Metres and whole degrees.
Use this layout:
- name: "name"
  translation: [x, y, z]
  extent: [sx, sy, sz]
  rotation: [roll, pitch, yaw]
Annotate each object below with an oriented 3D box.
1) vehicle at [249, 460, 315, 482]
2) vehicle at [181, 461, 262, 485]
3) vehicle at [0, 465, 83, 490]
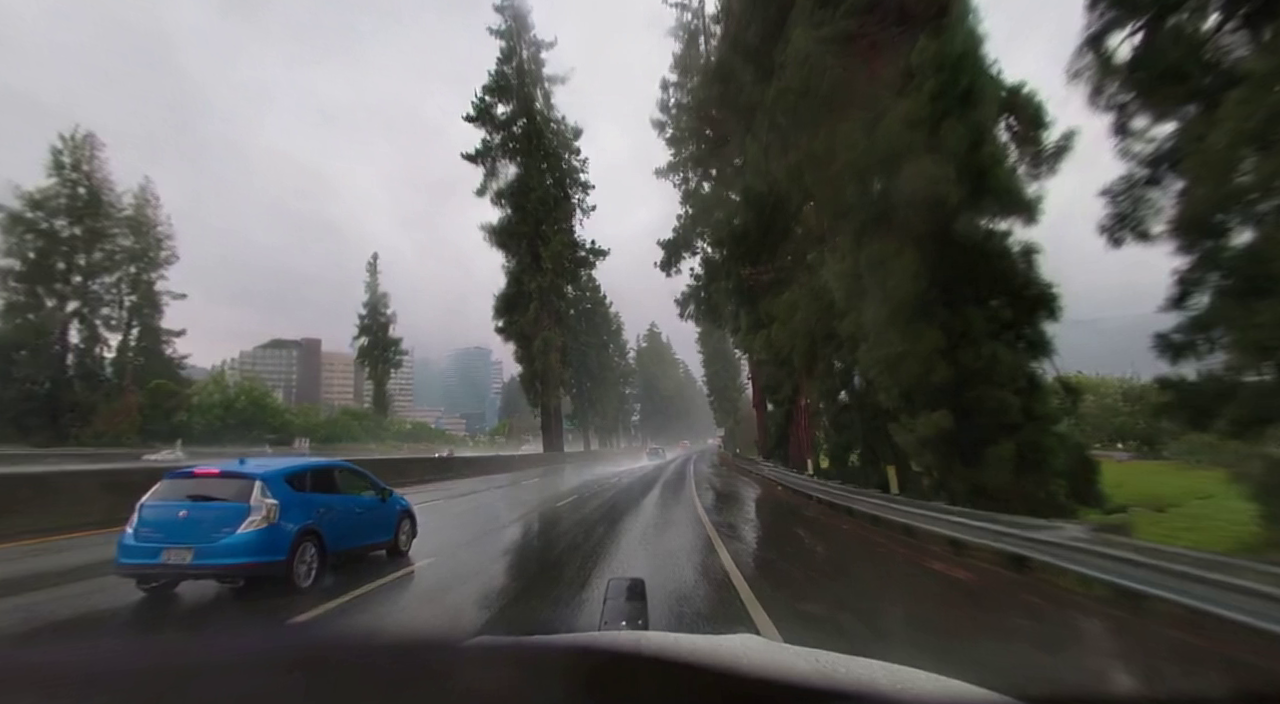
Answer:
- name: "vehicle"
  translation: [-25.349, 8.425, 44.817]
  extent: [1.883, 1.426, 3.958]
  rotation: [-2, -8, 11]
- name: "vehicle"
  translation: [-29.030, 8.364, 43.931]
  extent: [1.964, 1.444, 4.565]
  rotation: [-2, -8, 11]
- name: "vehicle"
  translation: [-40.730, 8.481, 42.948]
  extent: [1.709, 1.468, 3.901]
  rotation: [-2, -8, 10]
